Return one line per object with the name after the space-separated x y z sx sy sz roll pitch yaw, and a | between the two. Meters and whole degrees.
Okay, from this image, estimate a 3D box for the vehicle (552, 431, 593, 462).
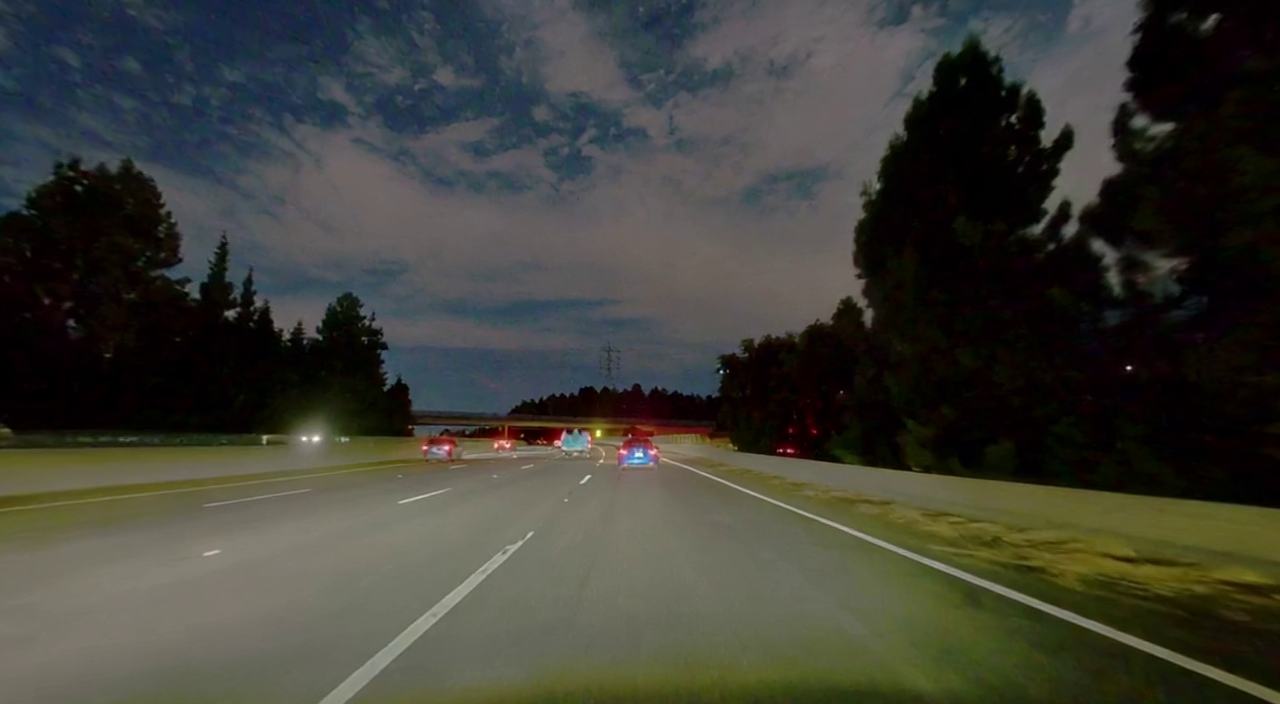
-4.006 5.712 38.002 2.174 1.806 3.932 0 -8 -2 | vehicle

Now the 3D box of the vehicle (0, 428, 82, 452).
-39.008 5.695 40.645 1.775 1.467 4.357 0 -8 -1 | vehicle

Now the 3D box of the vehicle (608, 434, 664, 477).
-0.191 3.843 23.606 1.954 1.460 3.983 0 -8 -2 | vehicle

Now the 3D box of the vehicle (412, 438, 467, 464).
-11.731 5.825 37.042 1.844 1.446 4.395 0 -8 -1 | vehicle
